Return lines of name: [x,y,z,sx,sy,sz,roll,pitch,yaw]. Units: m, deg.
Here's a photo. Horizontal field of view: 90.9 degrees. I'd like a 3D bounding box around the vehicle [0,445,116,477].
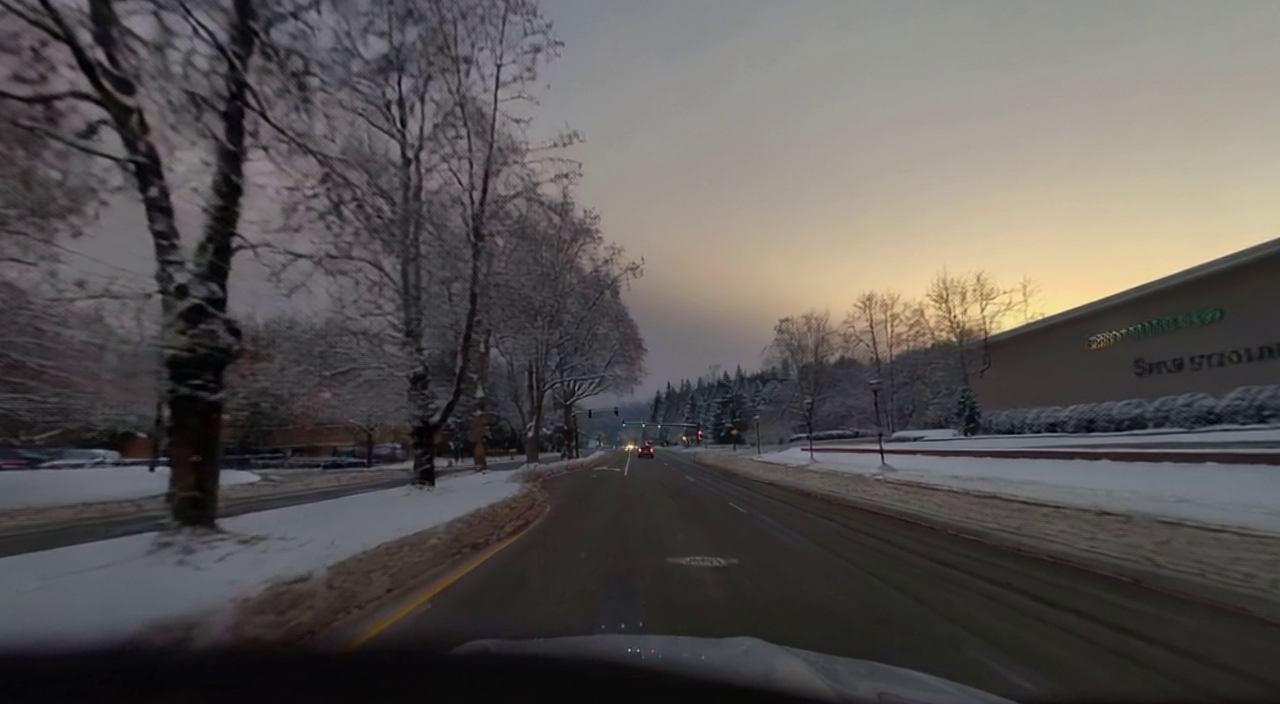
vehicle: [-30.603,5.686,32.763,4.706,1.457,1.999,3,-11,-5]
